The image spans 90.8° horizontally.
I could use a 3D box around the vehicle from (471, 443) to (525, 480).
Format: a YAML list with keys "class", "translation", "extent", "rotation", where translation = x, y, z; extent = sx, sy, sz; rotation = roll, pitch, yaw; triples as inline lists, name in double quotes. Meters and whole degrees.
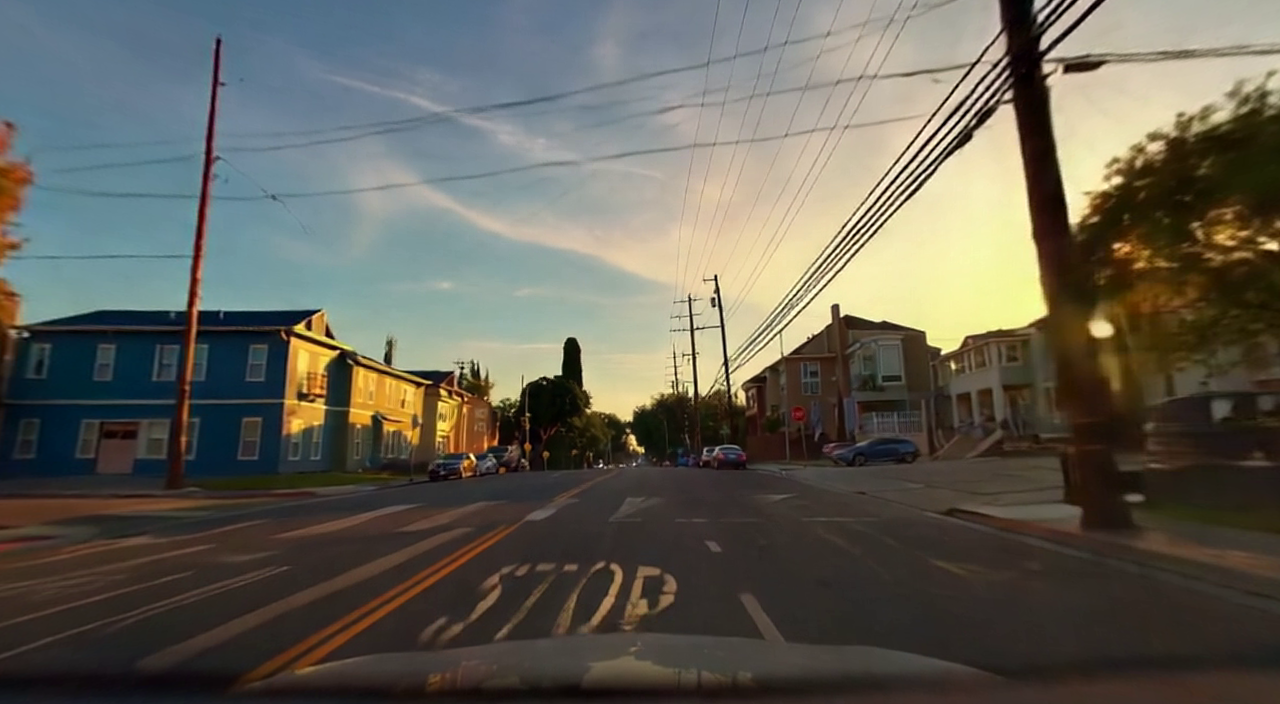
- class: "vehicle"
  translation: [-10.262, 7.985, 46.361]
  extent: [2.687, 2.491, 5.936]
  rotation: [0, -9, -1]

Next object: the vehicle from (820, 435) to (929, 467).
- class: "vehicle"
  translation: [10.950, 4.634, 29.692]
  extent: [4.336, 1.424, 1.954]
  rotation: [1, -9, -10]

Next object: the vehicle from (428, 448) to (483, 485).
- class: "vehicle"
  translation: [-9.952, 6.169, 34.402]
  extent: [1.900, 1.683, 4.486]
  rotation: [-5, -8, -5]

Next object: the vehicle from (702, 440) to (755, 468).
- class: "vehicle"
  translation: [5.034, 5.854, 36.486]
  extent: [2.059, 1.502, 4.824]
  rotation: [0, -9, -4]
